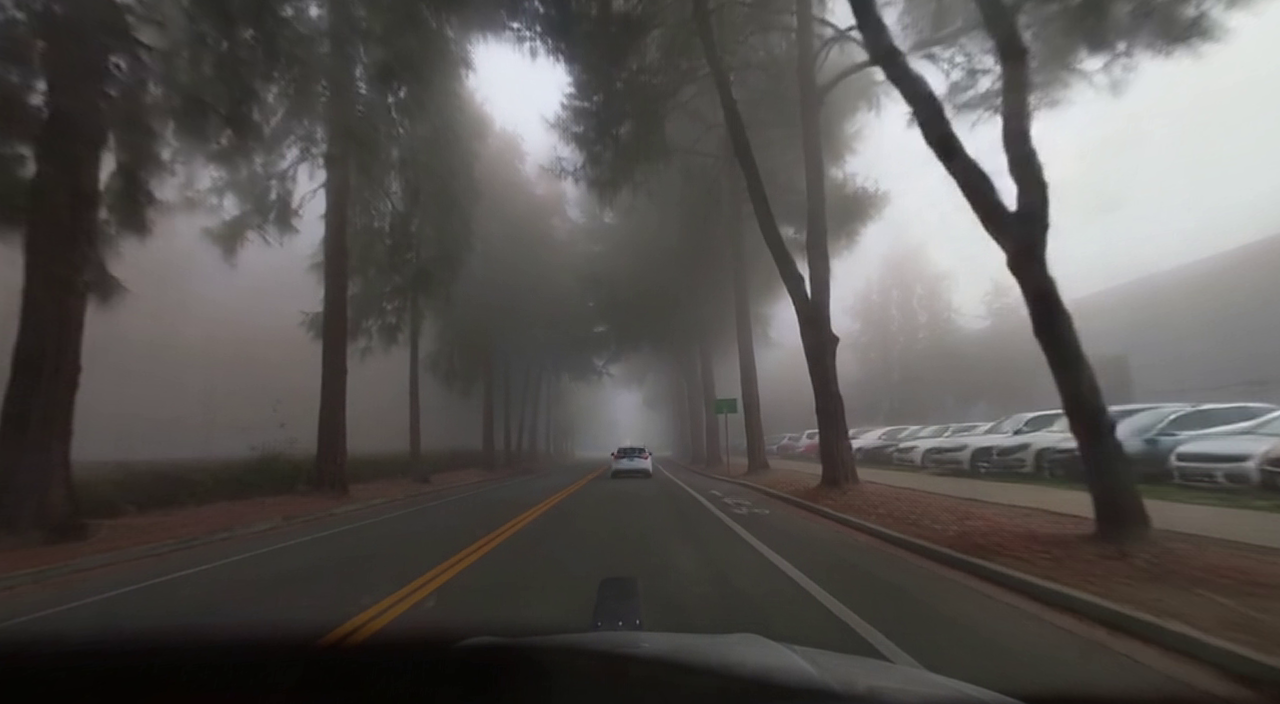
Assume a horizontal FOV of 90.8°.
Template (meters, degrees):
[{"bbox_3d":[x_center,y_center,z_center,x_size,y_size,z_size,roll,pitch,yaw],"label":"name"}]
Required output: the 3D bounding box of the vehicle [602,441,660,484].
[{"bbox_3d":[-0.358,4.462,25.807,2.152,1.574,4.223,-1,-8,-1],"label":"vehicle"}]
